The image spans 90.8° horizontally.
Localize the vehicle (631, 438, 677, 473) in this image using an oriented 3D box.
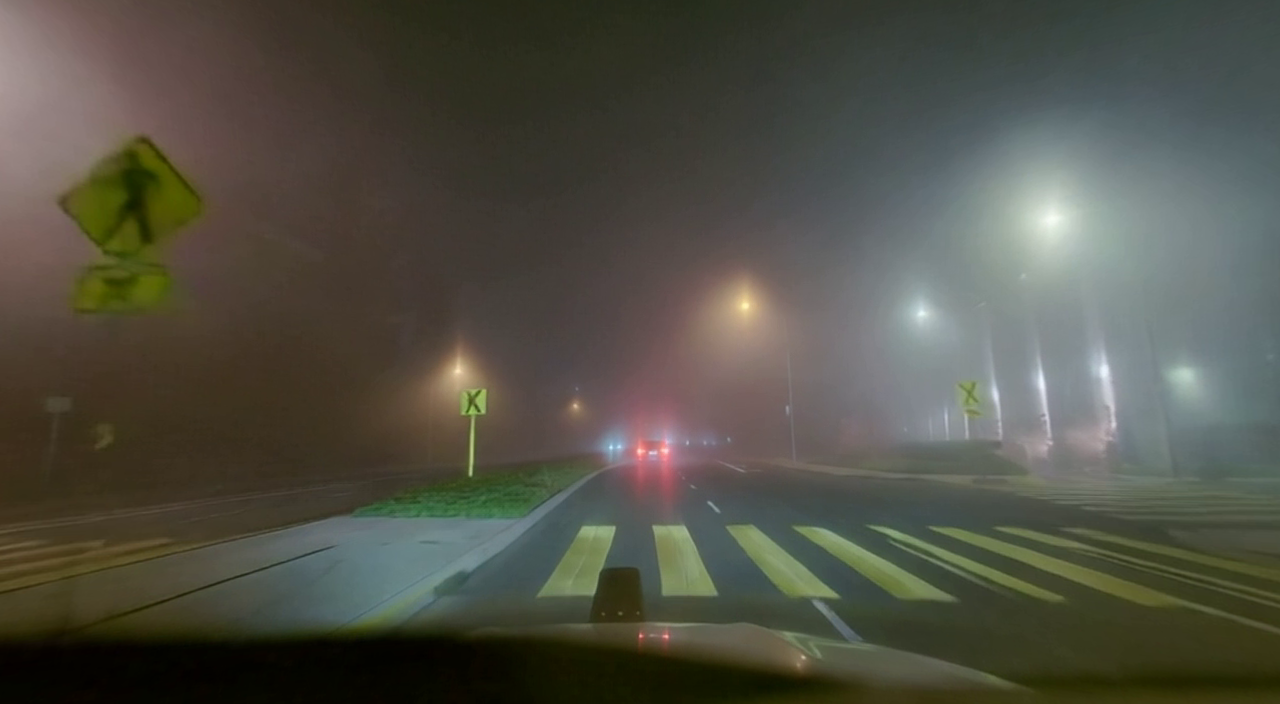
[{"bbox_3d":[0.718,5.170,31.789,2.158,1.600,3.865,-1,-8,2],"label":"vehicle"}]
